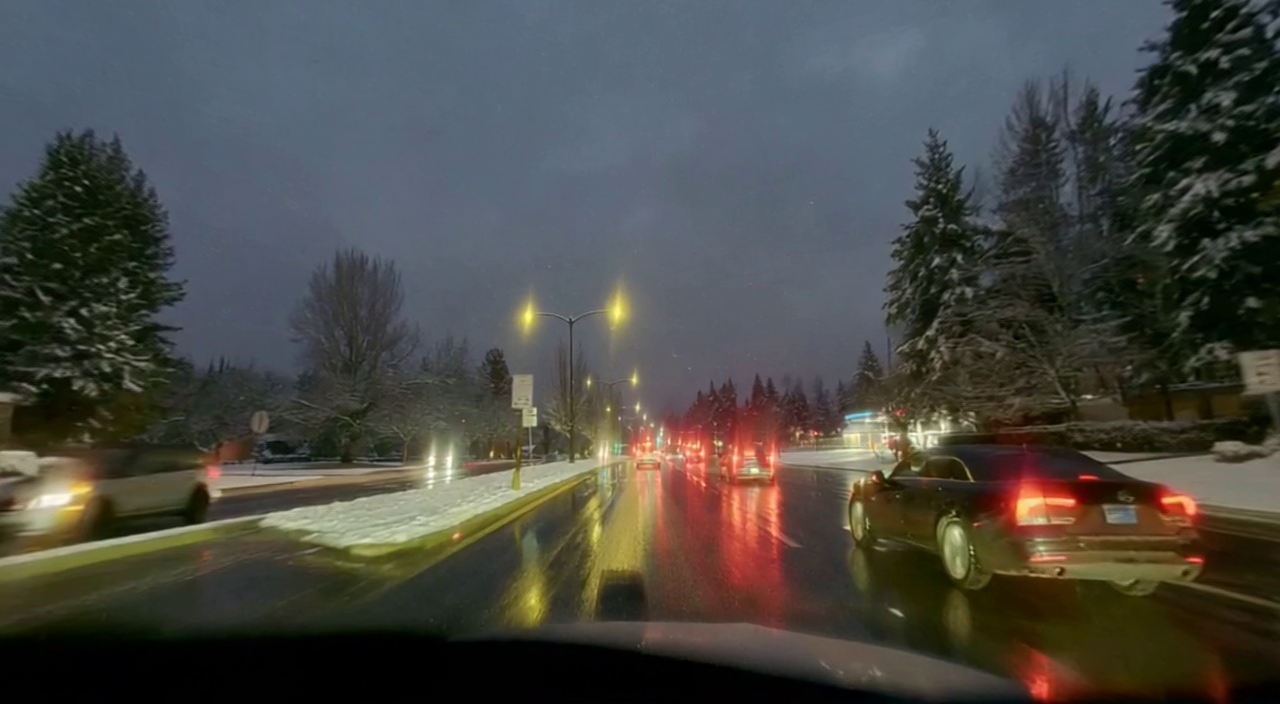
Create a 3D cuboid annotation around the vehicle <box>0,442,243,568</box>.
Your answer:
[{"bbox_3d":[-8.624,2.156,9.688,1.996,1.496,4.508,0,-8,1],"label":"vehicle"}]

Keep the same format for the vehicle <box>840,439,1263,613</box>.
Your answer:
[{"bbox_3d":[4.116,1.768,7.492,1.944,1.404,4.597,0,-9,0],"label":"vehicle"}]

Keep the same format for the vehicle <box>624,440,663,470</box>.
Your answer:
[{"bbox_3d":[0.244,6.092,37.330,2.172,1.694,4.055,0,-8,2],"label":"vehicle"}]

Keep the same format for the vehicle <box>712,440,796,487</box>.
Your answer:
[{"bbox_3d":[3.968,3.962,22.752,2.119,1.509,4.756,0,-9,0],"label":"vehicle"}]

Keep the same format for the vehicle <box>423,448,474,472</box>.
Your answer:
[{"bbox_3d":[-12.994,7.327,42.886,1.937,1.501,4.520,0,-8,1],"label":"vehicle"}]
